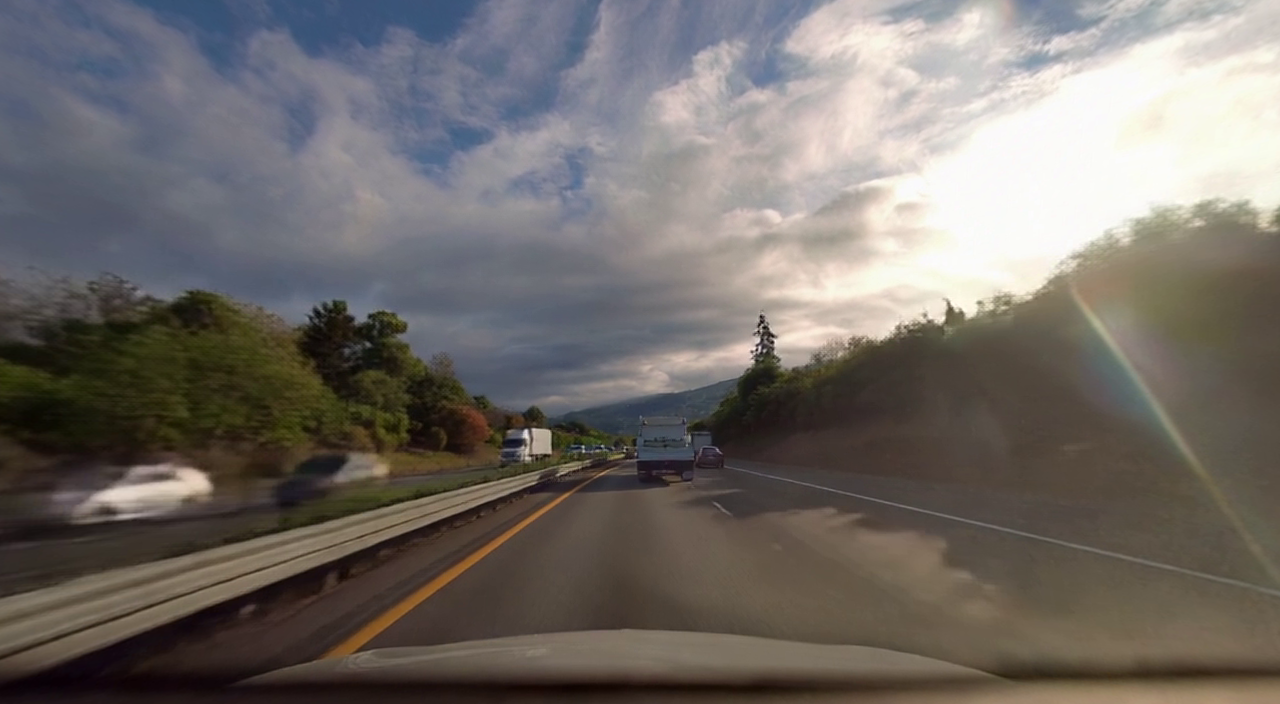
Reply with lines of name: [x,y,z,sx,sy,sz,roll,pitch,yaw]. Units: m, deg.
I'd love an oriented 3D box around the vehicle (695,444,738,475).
vehicle: [3.813,5.443,32.134,1.654,1.441,4.066,0,-9,-1]

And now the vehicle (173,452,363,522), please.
vehicle: [-9.164,3.323,16.139,2.090,1.496,4.568,0,-9,0]

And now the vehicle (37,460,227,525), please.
vehicle: [-13.490,3.702,17.107,1.900,1.459,3.853,0,-9,0]

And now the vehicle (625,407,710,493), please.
vehicle: [0.742,3.275,21.161,2.423,2.517,5.055,0,-9,-2]
